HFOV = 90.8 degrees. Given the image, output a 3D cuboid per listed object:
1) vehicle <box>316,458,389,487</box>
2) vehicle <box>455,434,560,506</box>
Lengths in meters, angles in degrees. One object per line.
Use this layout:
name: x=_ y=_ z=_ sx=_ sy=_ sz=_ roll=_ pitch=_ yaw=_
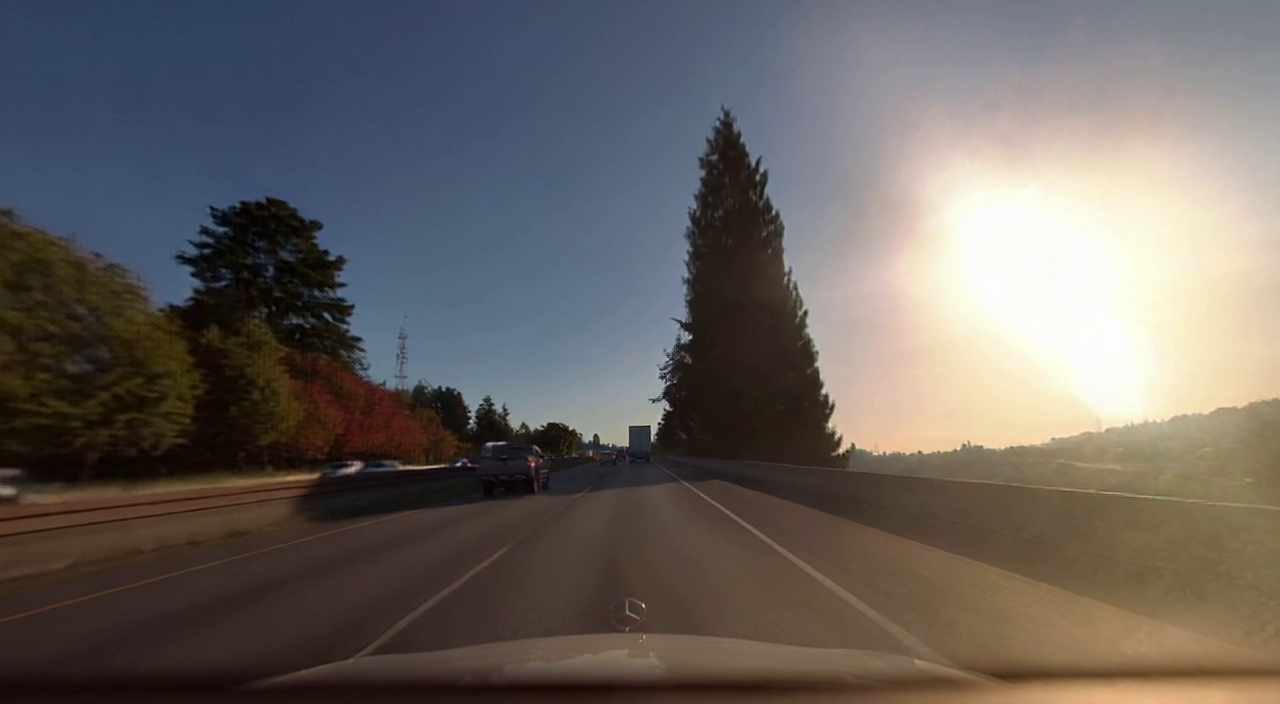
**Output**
vehicle: x=-17.392 y=7.286 z=38.495 sx=1.960 sy=1.575 sz=5.256 roll=0 pitch=-9 yaw=0
vehicle: x=-3.748 y=3.448 z=18.806 sx=2.079 sy=1.845 sz=4.654 roll=0 pitch=-9 yaw=1
